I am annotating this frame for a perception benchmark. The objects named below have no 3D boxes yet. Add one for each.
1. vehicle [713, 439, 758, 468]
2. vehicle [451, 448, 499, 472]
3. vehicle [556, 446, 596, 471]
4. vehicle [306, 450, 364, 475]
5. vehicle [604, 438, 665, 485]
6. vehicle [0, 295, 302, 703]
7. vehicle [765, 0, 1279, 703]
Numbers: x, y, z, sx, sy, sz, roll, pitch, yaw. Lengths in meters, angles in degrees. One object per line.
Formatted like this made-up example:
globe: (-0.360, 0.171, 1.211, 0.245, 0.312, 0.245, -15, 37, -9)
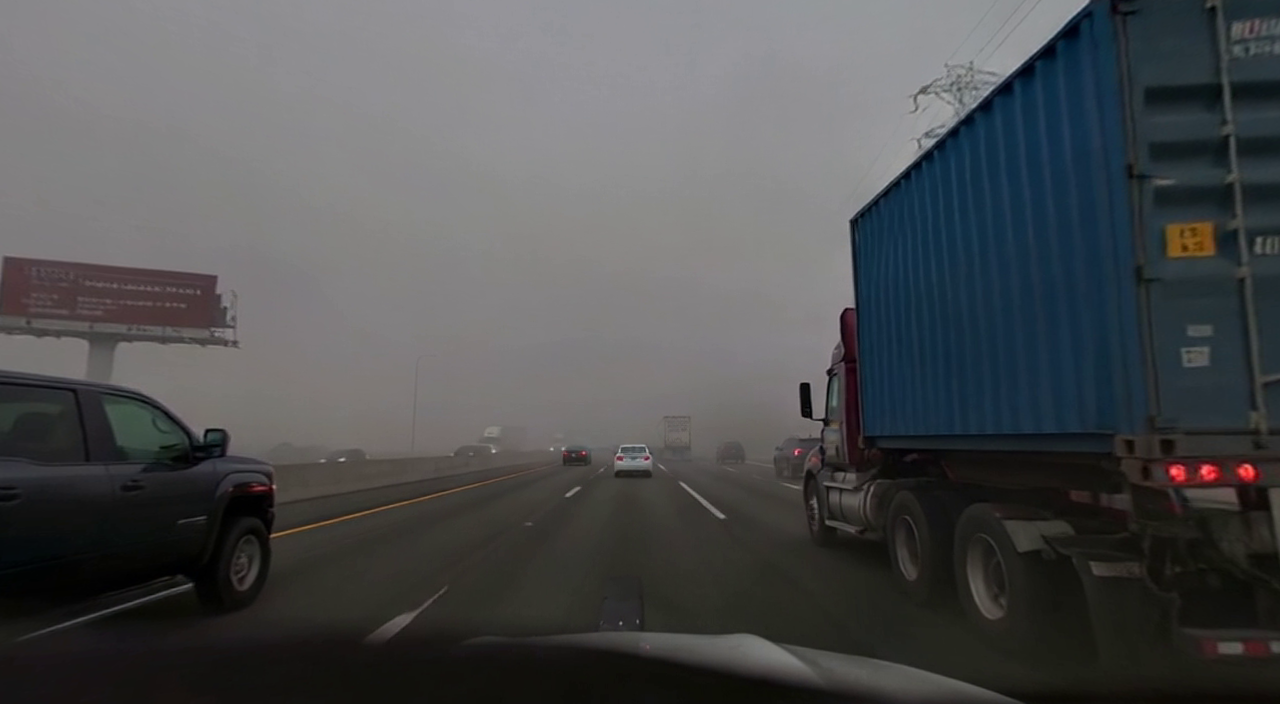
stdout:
vehicle: (6.964, 7.475, 46.731, 2.302, 1.973, 5.502, 0, -9, -1)
vehicle: (-10.981, 7.183, 42.370, 2.054, 1.489, 4.507, 0, -9, 0)
vehicle: (-3.944, 6.670, 39.820, 2.025, 1.498, 4.675, 0, -9, 0)
vehicle: (-21.142, 7.650, 43.989, 1.980, 1.588, 4.097, 0, -9, -1)
vehicle: (-0.214, 4.294, 25.039, 2.191, 1.685, 4.015, 0, -9, 0)
vehicle: (-4.171, 0.691, 2.463, 2.323, 2.046, 6.006, 0, -9, 1)
vehicle: (3.429, 0.218, 5.075, 3.013, 3.940, 7.933, 0, -9, -1)
